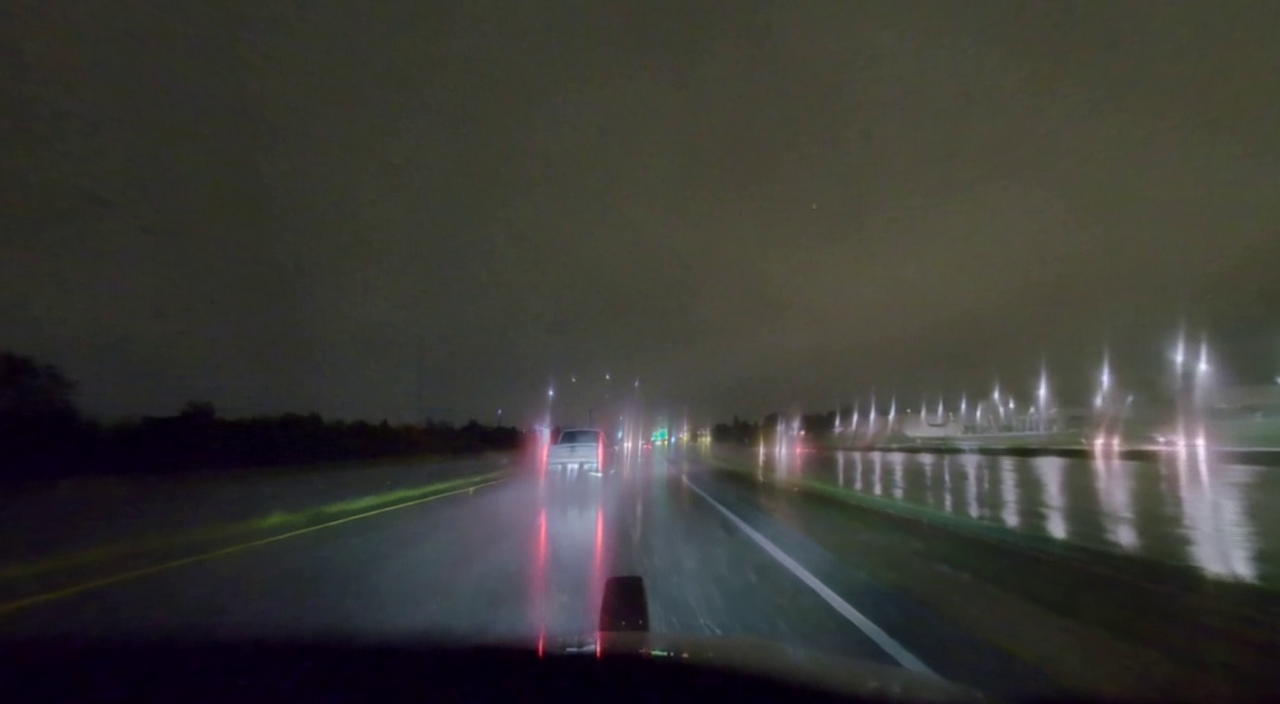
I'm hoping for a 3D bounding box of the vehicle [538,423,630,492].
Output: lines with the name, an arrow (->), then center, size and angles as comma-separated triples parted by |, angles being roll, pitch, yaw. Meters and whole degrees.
vehicle -> -1.642, 3.422, 20.796 | 2.350, 1.932, 5.562 | -1, -8, 2
